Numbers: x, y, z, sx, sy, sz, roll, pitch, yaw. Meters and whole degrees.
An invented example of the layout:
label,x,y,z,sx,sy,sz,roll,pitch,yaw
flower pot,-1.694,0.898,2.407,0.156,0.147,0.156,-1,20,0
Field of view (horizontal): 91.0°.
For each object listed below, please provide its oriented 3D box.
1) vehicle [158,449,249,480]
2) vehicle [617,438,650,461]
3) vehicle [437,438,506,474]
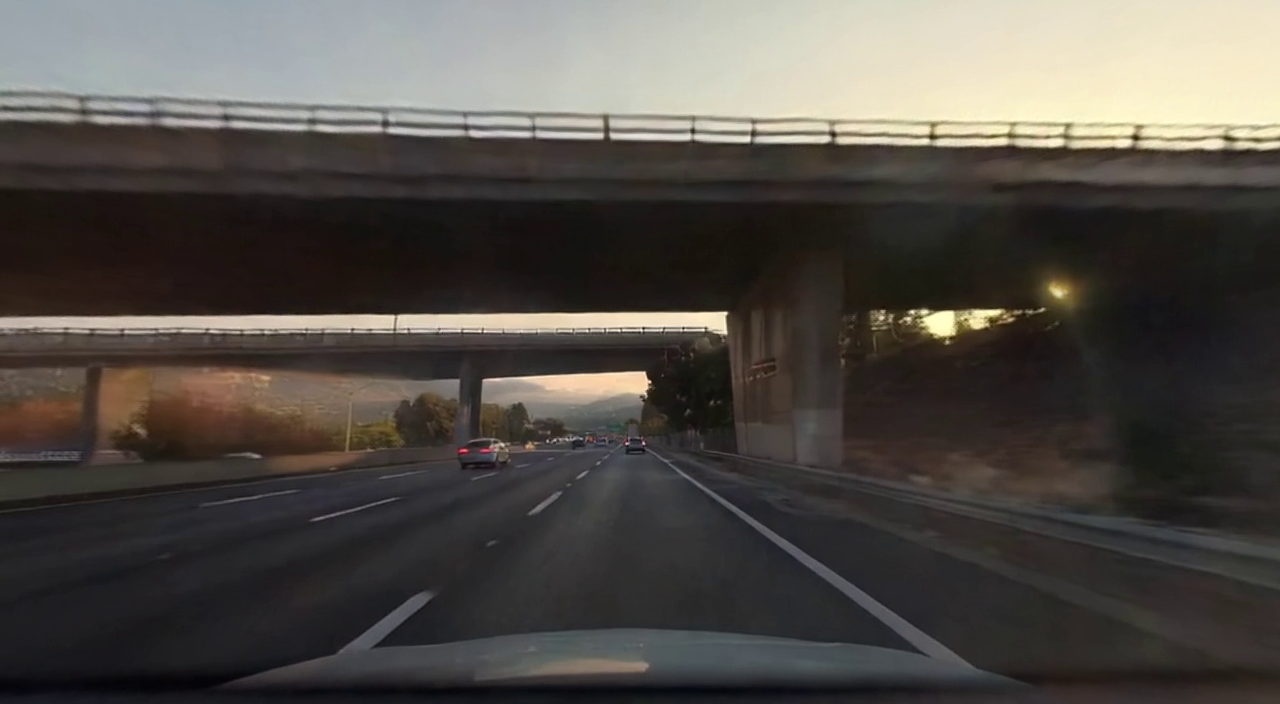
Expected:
label,x,y,z,sx,sy,sz,roll,pitch,yaw
vehicle,-27.693,7.114,40.214,2.075,1.787,5.238,0,-8,-1
vehicle,-0.448,6.460,41.785,2.072,1.440,3.690,0,-8,-1
vehicle,-7.702,4.775,29.229,1.939,1.504,4.727,0,-8,-1
